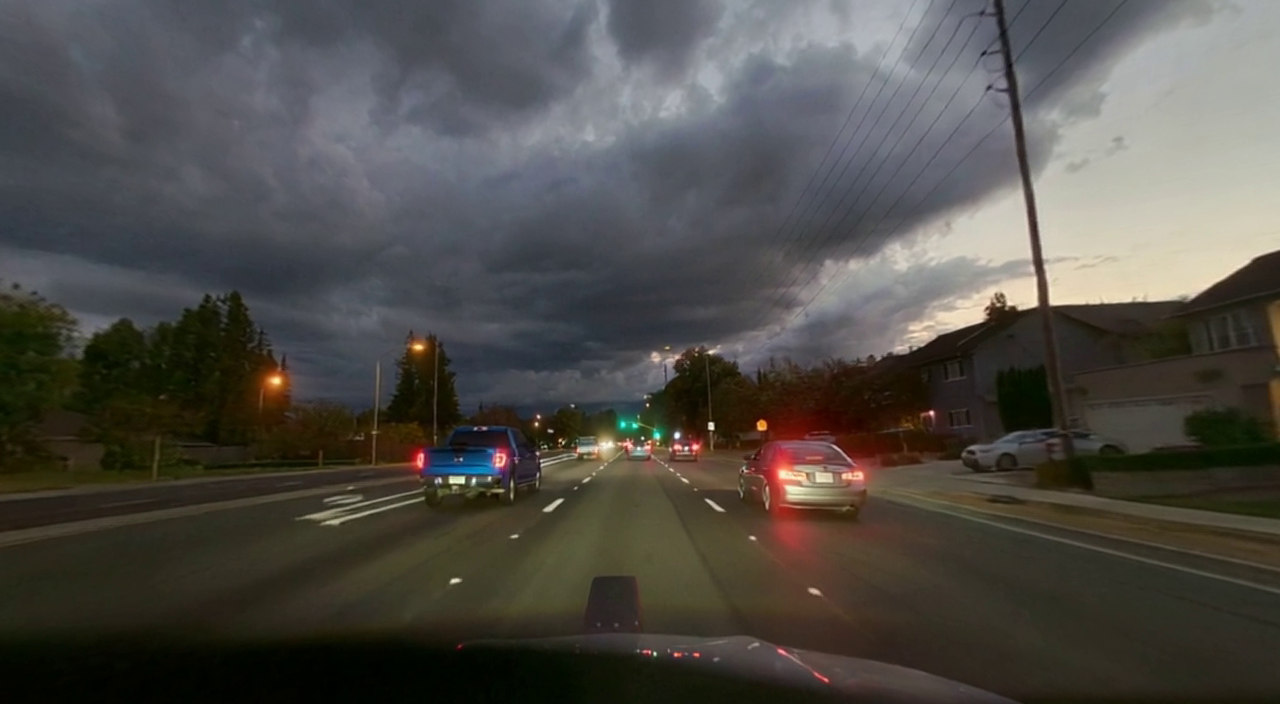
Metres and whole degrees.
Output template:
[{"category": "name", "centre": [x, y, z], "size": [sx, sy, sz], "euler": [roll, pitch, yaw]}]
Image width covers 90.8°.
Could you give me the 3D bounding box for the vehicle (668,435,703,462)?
[{"category": "vehicle", "centre": [3.246, 7.044, 46.286], "size": [2.099, 1.845, 4.363], "euler": [1, -8, -2]}]

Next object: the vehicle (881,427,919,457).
[{"category": "vehicle", "centre": [15.460, 5.374, 37.685], "size": [1.899, 1.690, 4.275], "euler": [-3, -9, 20]}]

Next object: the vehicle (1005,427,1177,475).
[{"category": "vehicle", "centre": [14.797, 3.266, 20.916], "size": [4.267, 1.480, 1.817], "euler": [0, -8, 1]}]

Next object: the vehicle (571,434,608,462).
[{"category": "vehicle", "centre": [-3.486, 6.728, 44.324], "size": [2.218, 1.829, 4.492], "euler": [0, -8, 0]}]

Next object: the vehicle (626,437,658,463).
[{"category": "vehicle", "centre": [0.105, 6.401, 41.357], "size": [1.997, 1.636, 3.760], "euler": [0, -8, -1]}]

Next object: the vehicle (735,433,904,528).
[{"category": "vehicle", "centre": [3.125, 2.308, 12.002], "size": [1.884, 1.463, 4.195], "euler": [1, -8, -1]}]

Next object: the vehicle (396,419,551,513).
[{"category": "vehicle", "centre": [-3.486, 2.514, 14.513], "size": [2.111, 1.745, 5.274], "euler": [0, -8, 0]}]

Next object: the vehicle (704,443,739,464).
[{"category": "vehicle", "centre": [6.200, 7.755, 48.456], "size": [1.988, 1.455, 4.547], "euler": [1, -8, -2]}]
